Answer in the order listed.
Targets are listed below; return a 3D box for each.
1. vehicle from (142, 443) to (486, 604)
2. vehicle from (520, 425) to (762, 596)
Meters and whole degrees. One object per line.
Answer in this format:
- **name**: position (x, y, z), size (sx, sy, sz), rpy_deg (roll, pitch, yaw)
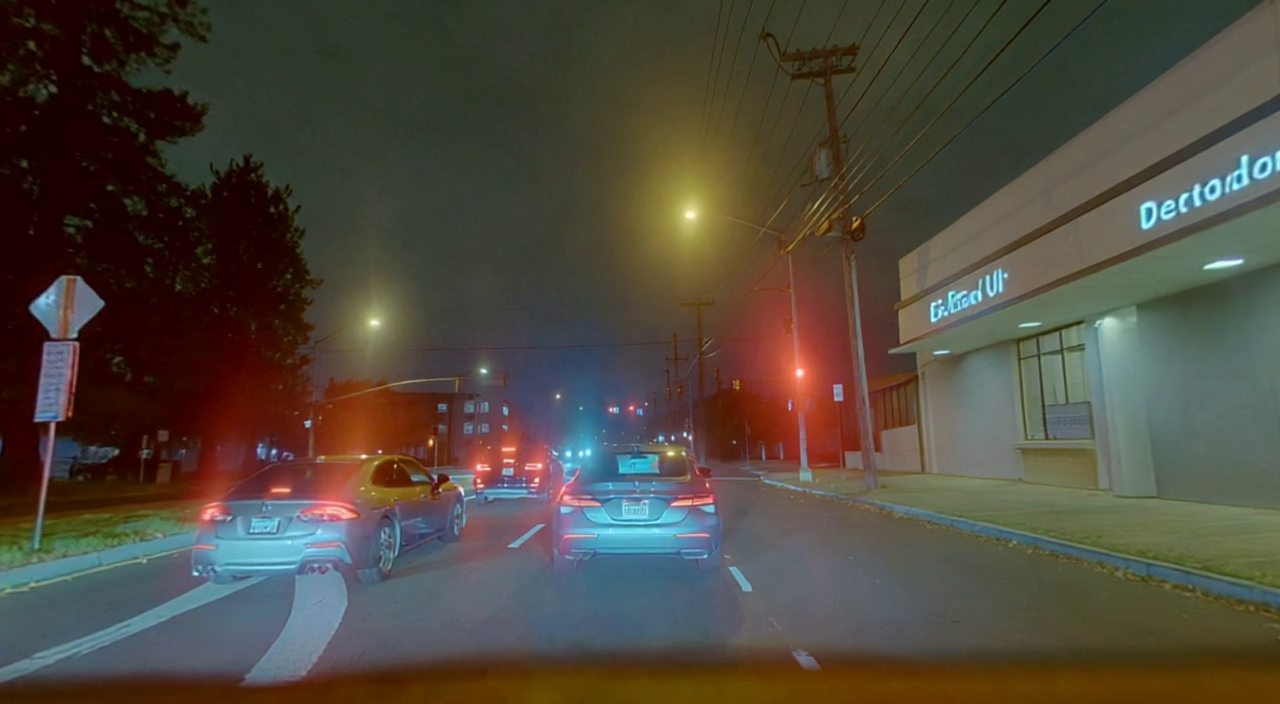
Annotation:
- **vehicle**: position (-3.228, 1.735, 7.322), size (1.765, 1.319, 4.013), rpy_deg (0, -9, 2)
- **vehicle**: position (-0.004, 1.678, 7.535), size (2.101, 1.469, 3.955), rpy_deg (0, -9, 0)
